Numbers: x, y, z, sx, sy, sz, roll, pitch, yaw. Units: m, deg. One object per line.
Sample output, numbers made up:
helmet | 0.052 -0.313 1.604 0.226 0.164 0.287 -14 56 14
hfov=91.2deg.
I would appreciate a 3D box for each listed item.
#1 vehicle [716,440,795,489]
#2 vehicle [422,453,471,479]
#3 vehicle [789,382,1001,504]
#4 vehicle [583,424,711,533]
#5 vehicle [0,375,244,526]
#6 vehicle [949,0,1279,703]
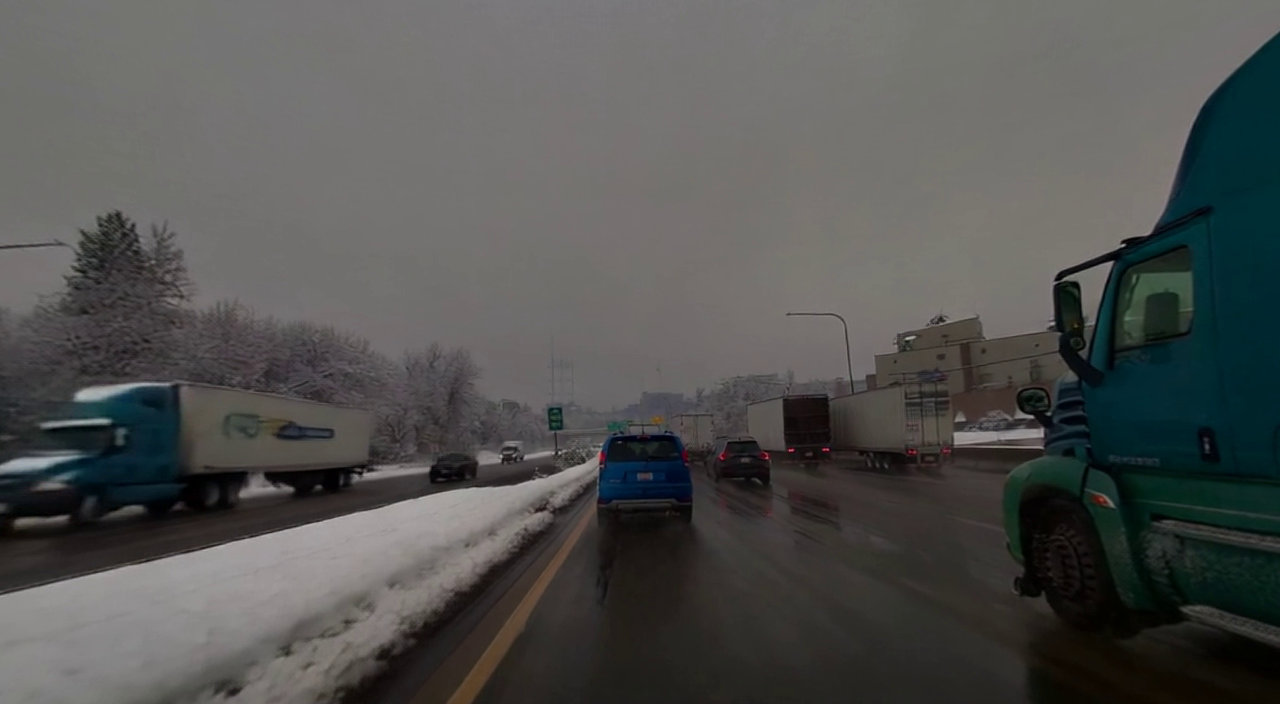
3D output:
vehicle | 3.840 3.803 21.433 1.859 1.512 3.711 0 -9 -2
vehicle | -12.341 7.272 40.133 1.917 1.518 3.802 0 -9 0
vehicle | 7.997 3.208 21.887 2.799 3.188 10.578 0 -9 -1
vehicle | 0.114 2.232 11.490 1.965 1.664 3.428 0 -9 0
vehicle | -15.923 3.052 19.678 3.025 3.994 5.884 0 -9 -1
vehicle | 4.209 -0.115 2.263 2.987 3.877 5.881 0 -9 0
